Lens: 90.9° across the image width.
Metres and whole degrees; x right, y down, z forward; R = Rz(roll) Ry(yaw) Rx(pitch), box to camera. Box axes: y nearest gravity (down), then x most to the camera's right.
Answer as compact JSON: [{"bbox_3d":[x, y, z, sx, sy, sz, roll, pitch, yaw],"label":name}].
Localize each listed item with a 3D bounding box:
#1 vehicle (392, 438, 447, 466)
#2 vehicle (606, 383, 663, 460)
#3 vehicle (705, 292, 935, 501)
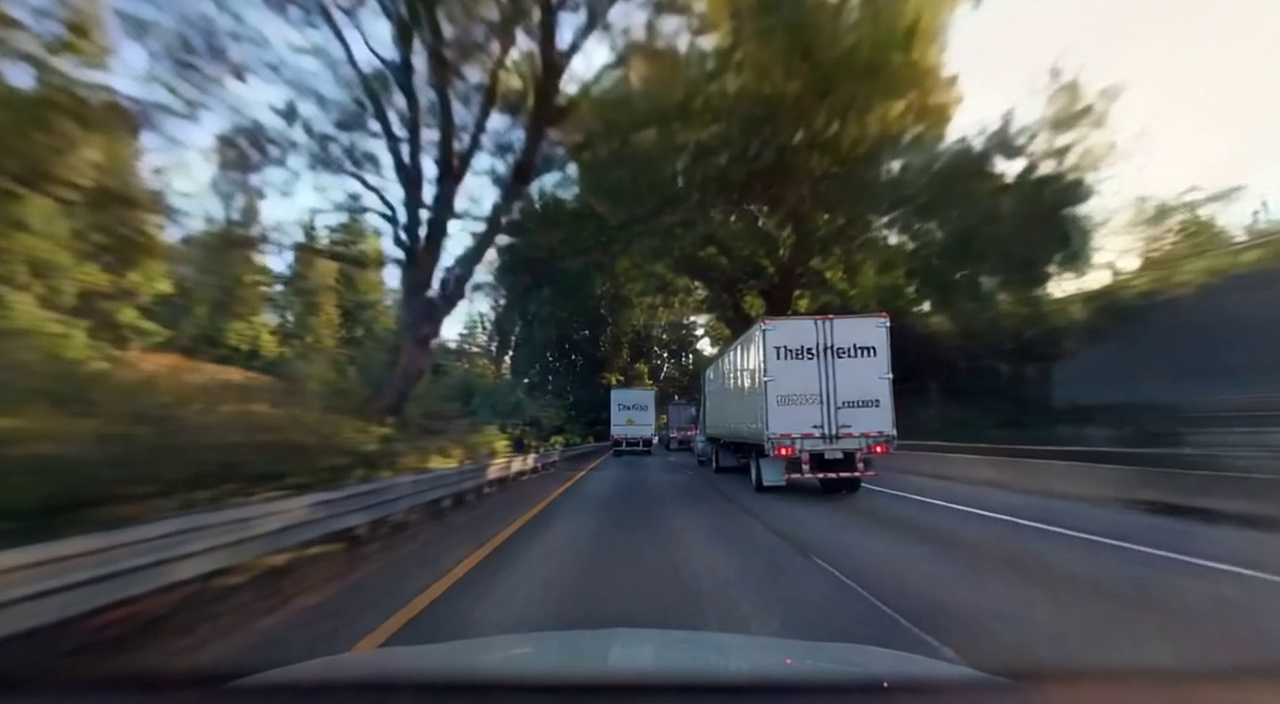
[{"bbox_3d":[-12.709,5.765,36.537,1.803,1.483,3.963,0,-8,0],"label":"vehicle"},{"bbox_3d":[-0.334,4.266,37.598,2.958,3.917,10.196,0,-8,-1],"label":"vehicle"},{"bbox_3d":[4.266,1.818,19.690,2.856,4.145,14.500,0,-8,0],"label":"vehicle"}]
